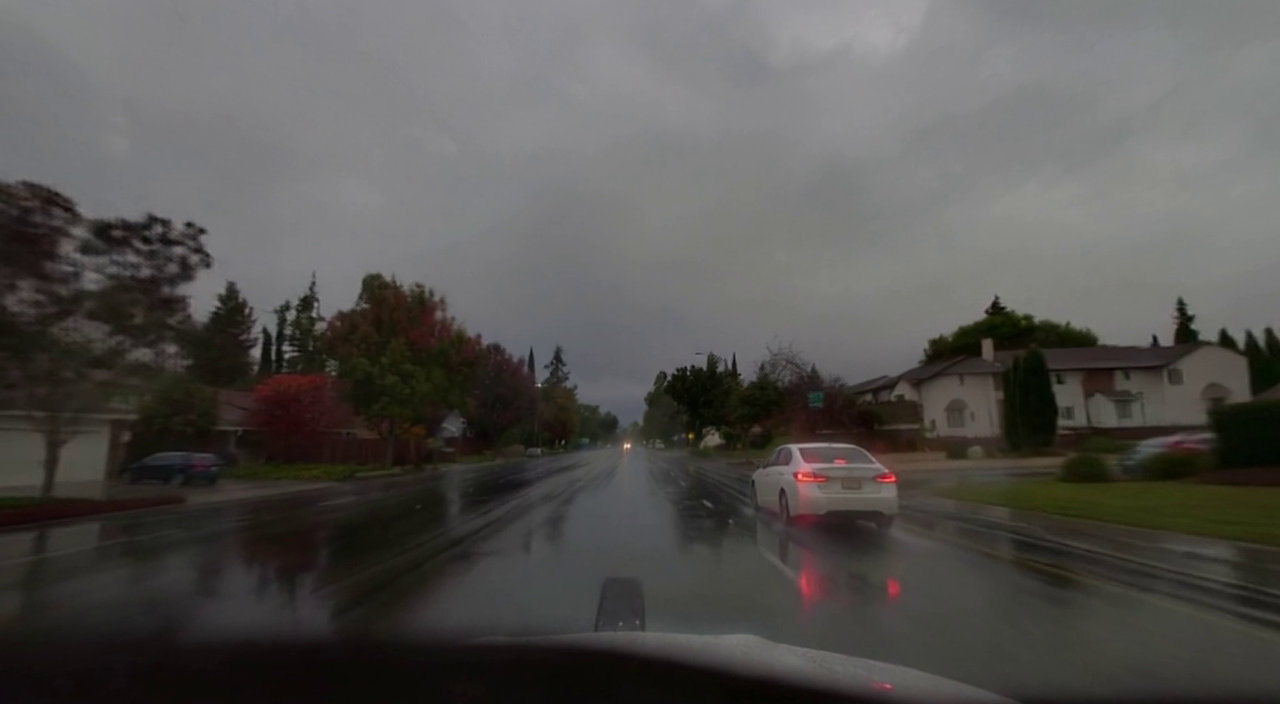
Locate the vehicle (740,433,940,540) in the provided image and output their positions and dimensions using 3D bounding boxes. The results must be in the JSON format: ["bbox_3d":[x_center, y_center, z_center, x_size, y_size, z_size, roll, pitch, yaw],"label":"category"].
[{"bbox_3d":[3.173,2.228,11.107,2.057,1.493,4.225,0,-9,-1],"label":"vehicle"}]

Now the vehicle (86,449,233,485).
[{"bbox_3d":[-20.583,4.932,27.195,4.689,1.466,1.969,0,-9,1],"label":"vehicle"}]
